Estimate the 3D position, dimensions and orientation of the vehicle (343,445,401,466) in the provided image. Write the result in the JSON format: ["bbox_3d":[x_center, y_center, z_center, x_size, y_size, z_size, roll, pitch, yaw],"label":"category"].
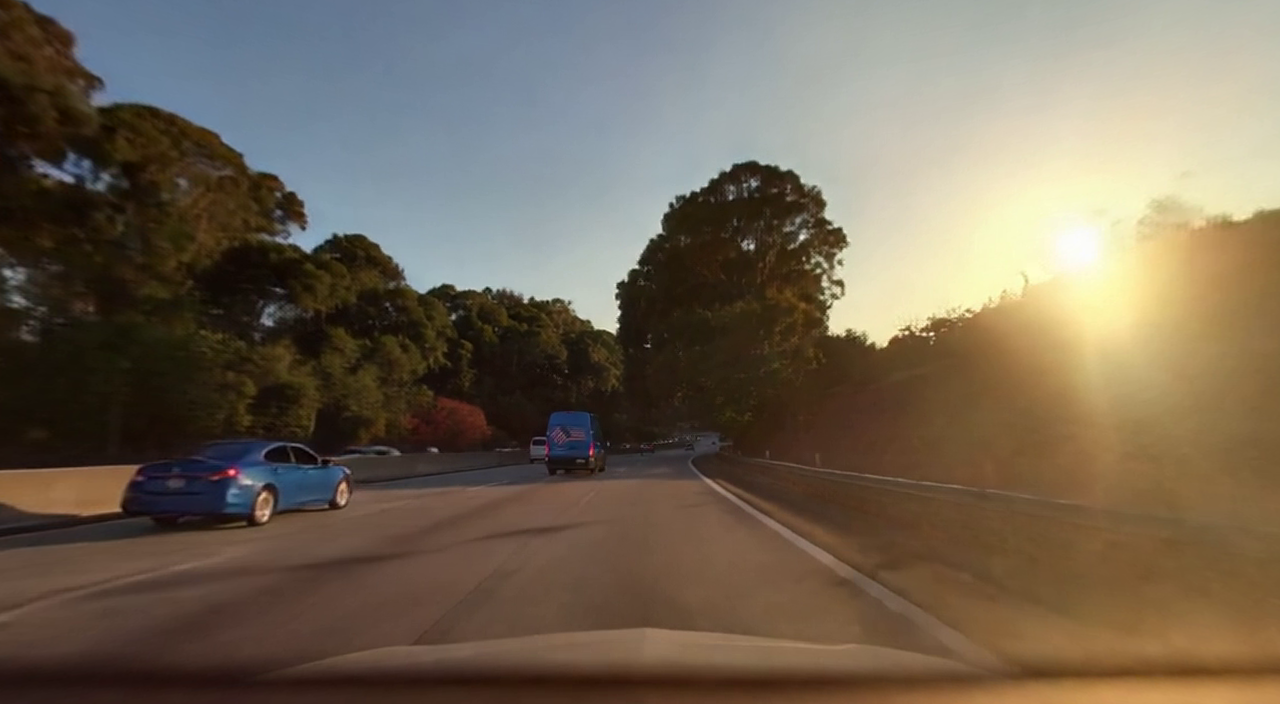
[{"bbox_3d":[-19.346,7.469,45.762,1.905,1.469,4.566,-1,-8,4],"label":"vehicle"}]

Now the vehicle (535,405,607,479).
[{"bbox_3d":[-2.843,3.910,27.470,2.319,2.883,5.632,0,-8,2],"label":"vehicle"}]

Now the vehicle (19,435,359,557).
[{"bbox_3d":[-6.401,2.042,9.810,1.947,1.438,4.440,0,-8,1],"label":"vehicle"}]
